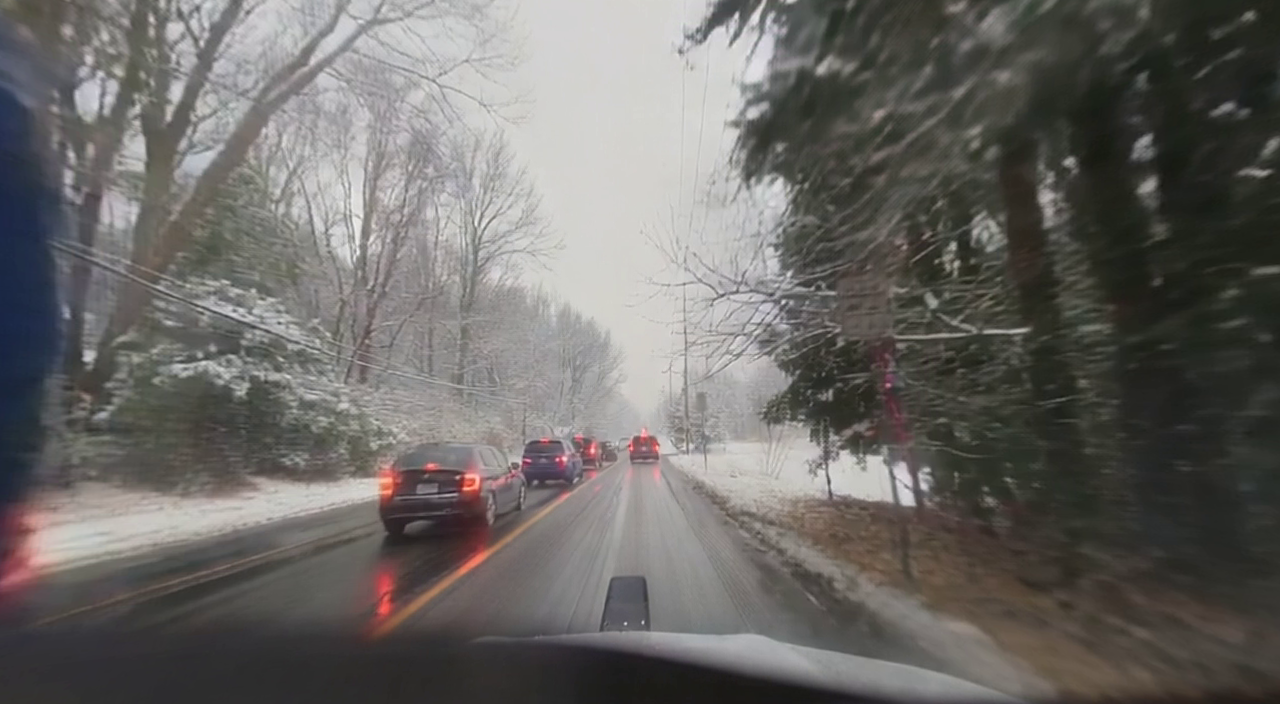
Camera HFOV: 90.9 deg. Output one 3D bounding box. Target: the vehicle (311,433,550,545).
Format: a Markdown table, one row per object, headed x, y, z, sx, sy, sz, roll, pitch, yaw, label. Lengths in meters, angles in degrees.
| x | y | z | sx | sy | sz | roll | pitch | yaw | label |
| --- | --- | --- | --- | --- | --- | --- | --- | --- | --- |
| -3.157 | 2.208 | 10.930 | 2.260 | 1.465 | 4.972 | -1 | -8 | 3 | vehicle |

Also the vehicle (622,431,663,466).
| x | y | z | sx | sy | sz | roll | pitch | yaw | label |
| --- | --- | --- | --- | --- | --- | --- | --- | --- | --- |
| 0.186 | 5.575 | 36.436 | 2.241 | 1.912 | 4.095 | -1 | -8 | 2 | vehicle |
